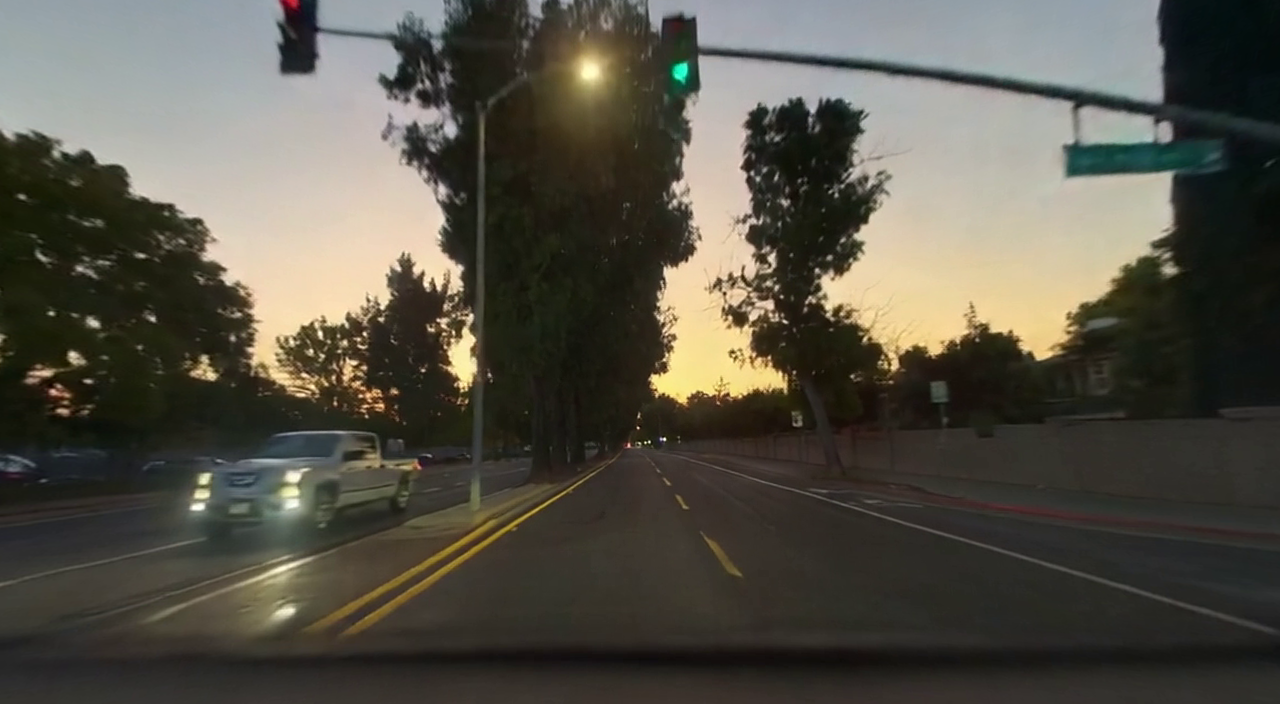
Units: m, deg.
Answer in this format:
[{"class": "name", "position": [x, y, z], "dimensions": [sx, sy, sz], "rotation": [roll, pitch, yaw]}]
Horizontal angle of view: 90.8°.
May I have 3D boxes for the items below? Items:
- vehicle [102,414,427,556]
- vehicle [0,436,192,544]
[{"class": "vehicle", "position": [-5.986, 2.206, 11.464], "dimensions": [2.084, 1.823, 6.226], "rotation": [-1, -8, 0]}, {"class": "vehicle", "position": [-12.041, 2.696, 13.080], "dimensions": [2.208, 1.821, 4.552], "rotation": [0, -8, -1]}]
